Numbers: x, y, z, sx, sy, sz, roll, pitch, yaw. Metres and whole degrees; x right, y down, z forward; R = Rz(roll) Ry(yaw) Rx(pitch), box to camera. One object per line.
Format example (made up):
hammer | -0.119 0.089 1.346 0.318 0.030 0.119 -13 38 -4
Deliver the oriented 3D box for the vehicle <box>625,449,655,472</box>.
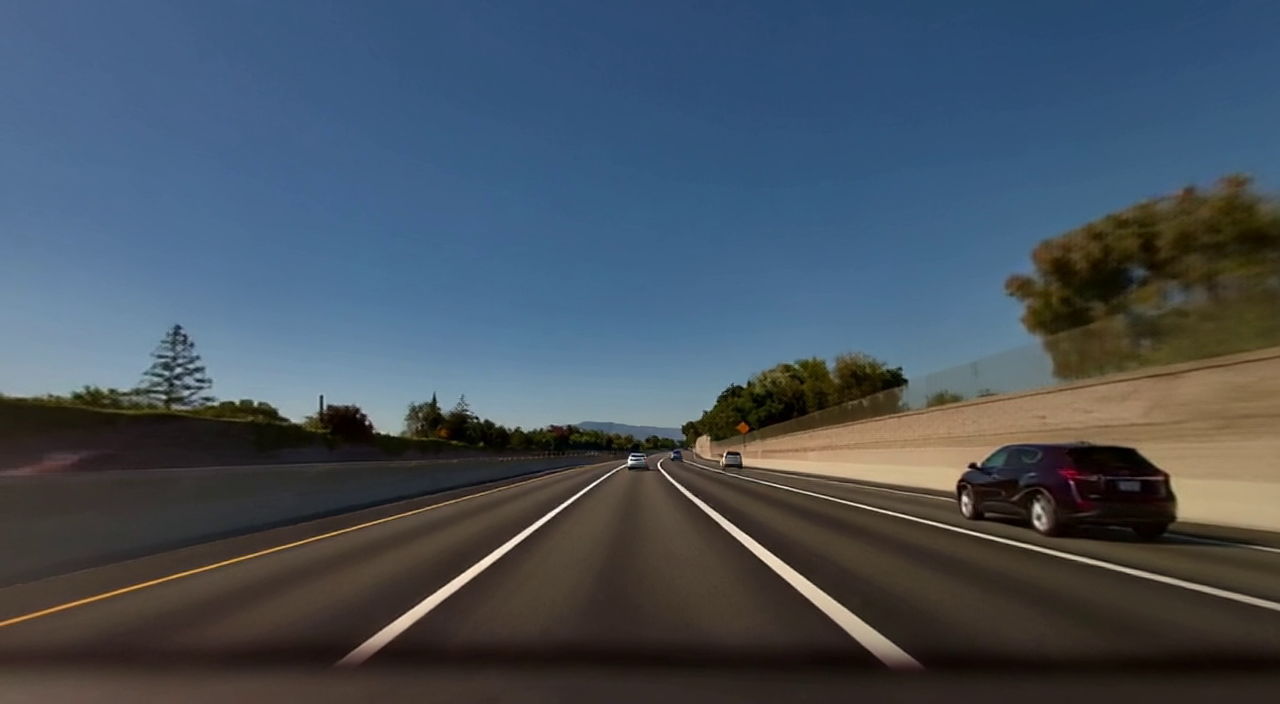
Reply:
vehicle | 0.009 7.844 45.406 2.025 1.526 4.181 0 -9 0

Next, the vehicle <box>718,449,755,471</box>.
vehicle | 6.854 7.697 44.717 1.941 1.485 3.701 0 -9 -1

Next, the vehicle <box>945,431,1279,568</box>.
vehicle | 6.819 2.040 9.485 2.008 1.533 4.592 0 -9 -1

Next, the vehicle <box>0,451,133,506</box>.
vehicle | -19.332 4.065 20.539 1.877 1.572 4.091 -1 -9 1
